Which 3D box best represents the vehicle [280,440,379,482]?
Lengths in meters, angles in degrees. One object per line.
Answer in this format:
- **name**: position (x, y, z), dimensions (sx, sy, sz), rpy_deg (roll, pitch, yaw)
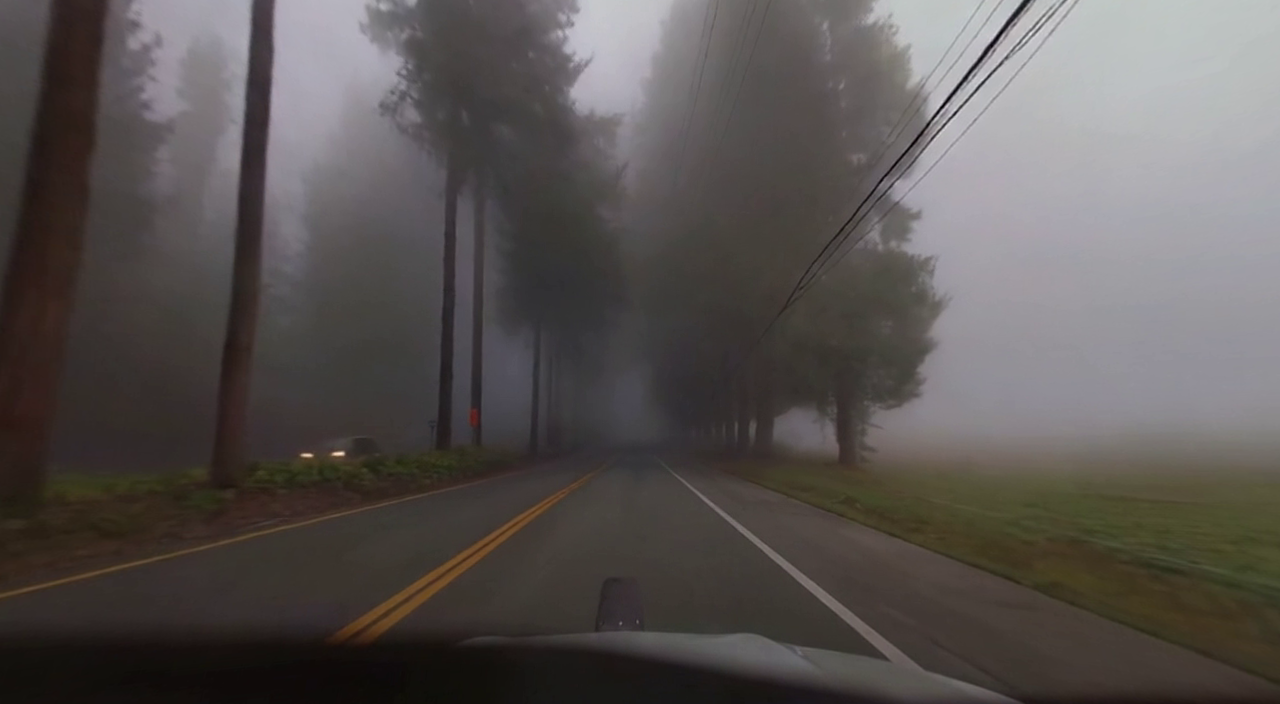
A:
- **vehicle**: position (-13.629, 4.785, 28.098), dimensions (2.030, 1.688, 4.527), rpy_deg (0, -8, 0)
